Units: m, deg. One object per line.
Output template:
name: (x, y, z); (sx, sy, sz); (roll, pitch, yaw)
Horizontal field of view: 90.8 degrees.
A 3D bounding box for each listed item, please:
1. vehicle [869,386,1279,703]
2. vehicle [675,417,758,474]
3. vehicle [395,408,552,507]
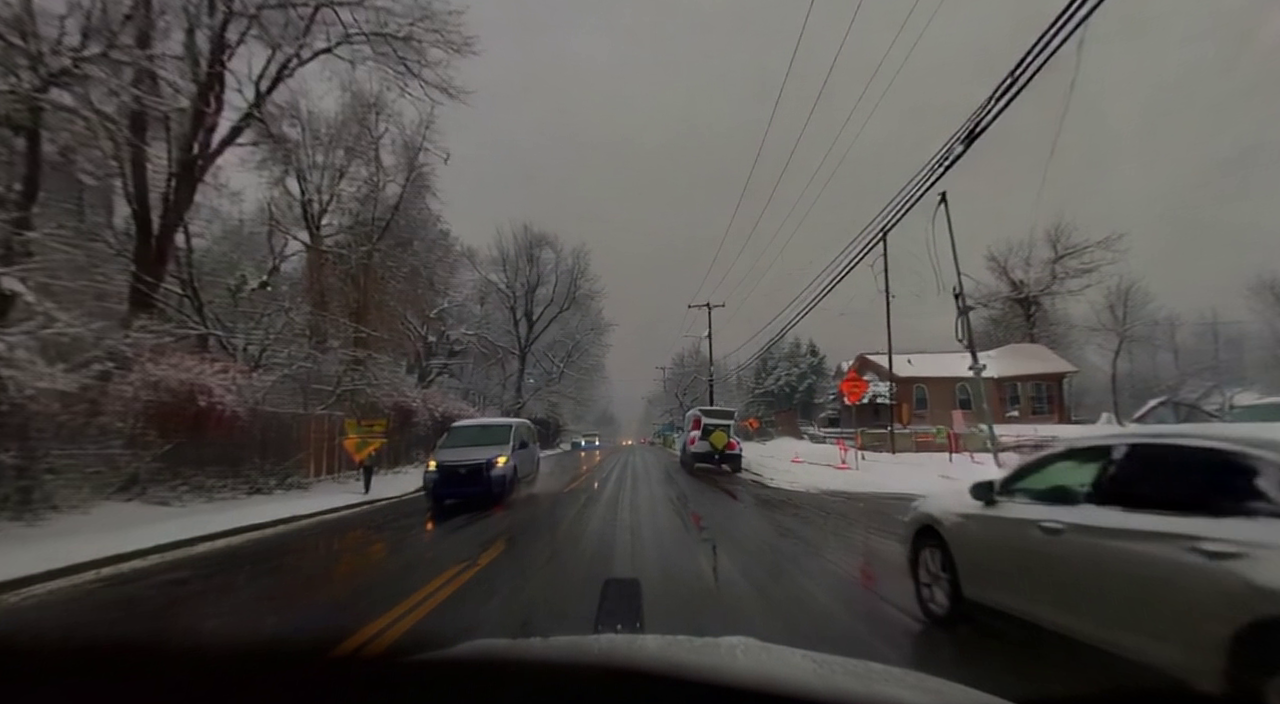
vehicle: (3.144, 1.025, 3.244); (2.006, 1.482, 4.722); (0, -8, -2)
vehicle: (3.040, 3.954, 26.766); (2.759, 2.114, 6.152); (0, -8, 0)
vehicle: (-3.680, 2.504, 15.369); (2.358, 1.921, 5.675); (0, -8, -1)
